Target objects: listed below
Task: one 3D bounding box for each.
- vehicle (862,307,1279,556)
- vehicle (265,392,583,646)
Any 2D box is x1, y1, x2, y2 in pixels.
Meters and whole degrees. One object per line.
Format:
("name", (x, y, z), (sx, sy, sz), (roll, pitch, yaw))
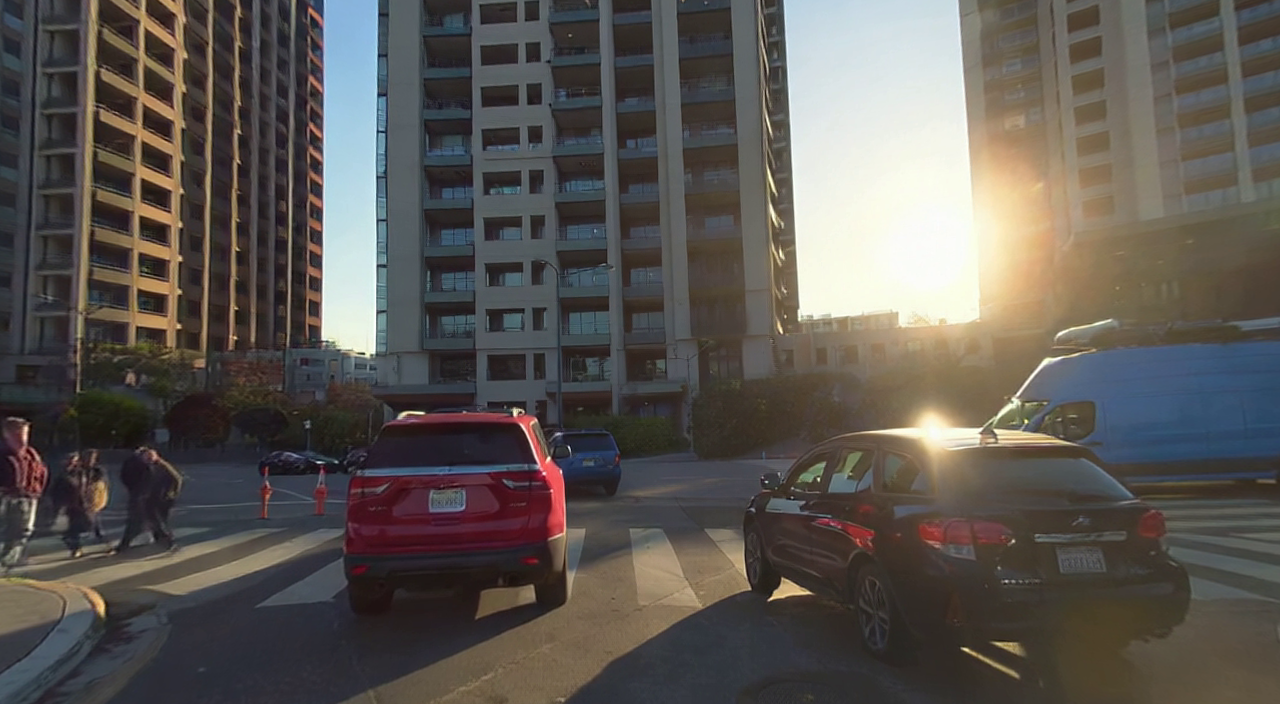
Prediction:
("vehicle", (6.872, 1.026, 8.235), (6.932, 2.753, 2.446), (0, -8, 1))
("vehicle", (-1.734, 1.463, 6.569), (2.144, 1.733, 4.115), (1, -8, -7))
